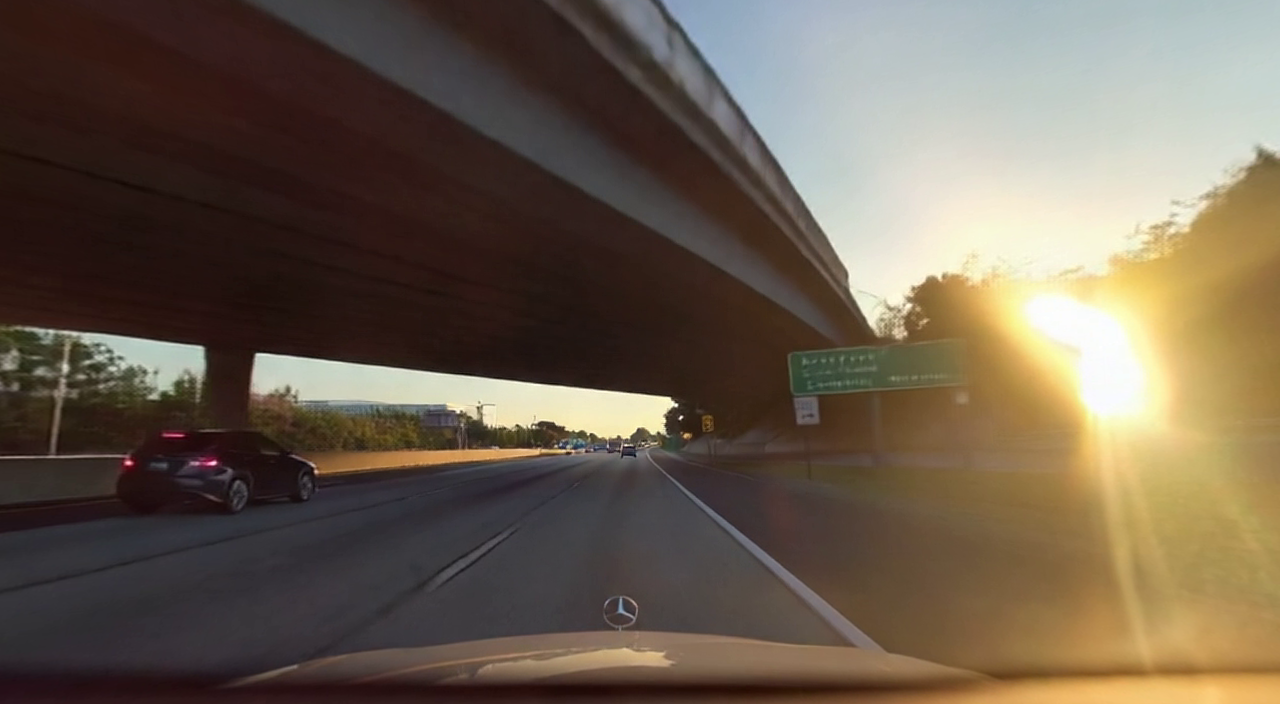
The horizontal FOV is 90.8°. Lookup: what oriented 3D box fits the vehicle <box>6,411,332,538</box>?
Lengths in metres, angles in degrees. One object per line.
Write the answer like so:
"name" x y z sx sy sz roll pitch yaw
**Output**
"vehicle" -7.969 2.122 11.544 2.231 1.807 4.758 0 -8 0
